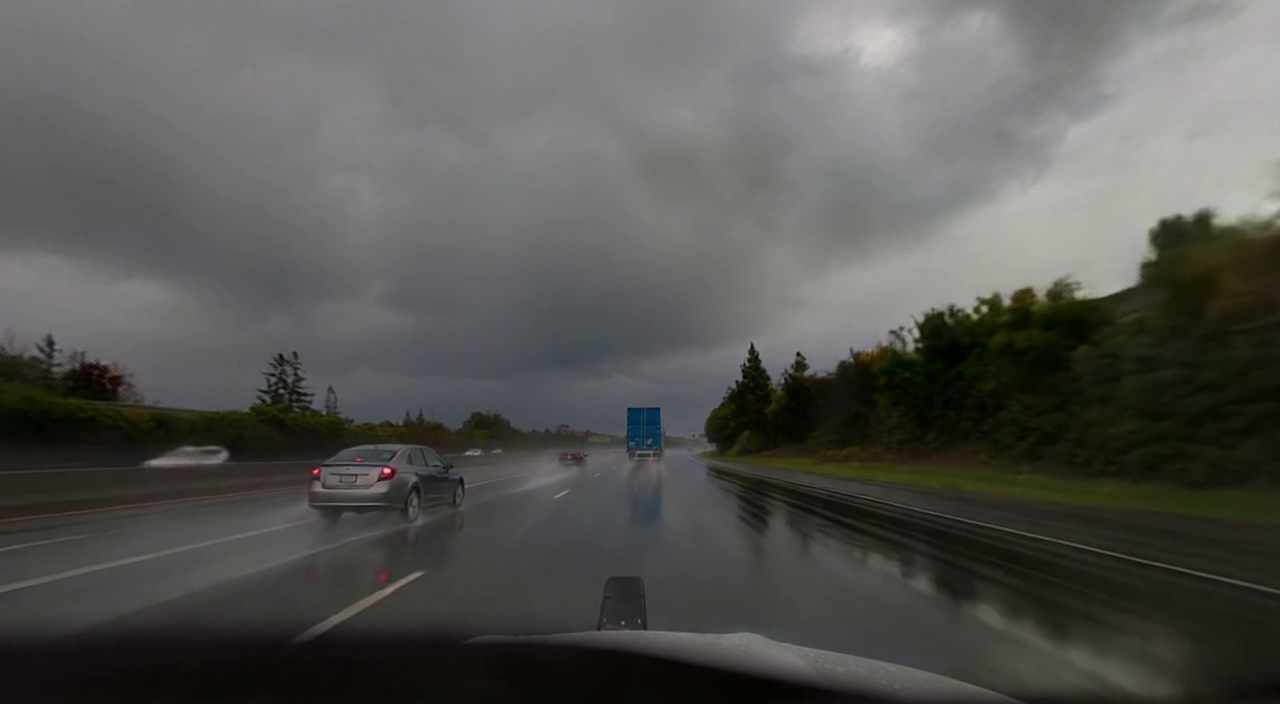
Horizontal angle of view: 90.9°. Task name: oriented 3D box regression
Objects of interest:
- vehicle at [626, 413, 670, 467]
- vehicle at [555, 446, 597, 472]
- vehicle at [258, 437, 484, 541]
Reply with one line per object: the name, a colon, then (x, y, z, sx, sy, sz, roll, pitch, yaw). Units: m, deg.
vehicle: (0.510, 6.589, 46.839, 2.893, 3.628, 9.081, 0, -9, 0)
vehicle: (-3.735, 6.355, 37.467, 1.981, 1.435, 4.199, 0, -9, 1)
vehicle: (-4.372, 2.286, 11.181, 2.010, 1.461, 4.391, 0, -9, 1)
